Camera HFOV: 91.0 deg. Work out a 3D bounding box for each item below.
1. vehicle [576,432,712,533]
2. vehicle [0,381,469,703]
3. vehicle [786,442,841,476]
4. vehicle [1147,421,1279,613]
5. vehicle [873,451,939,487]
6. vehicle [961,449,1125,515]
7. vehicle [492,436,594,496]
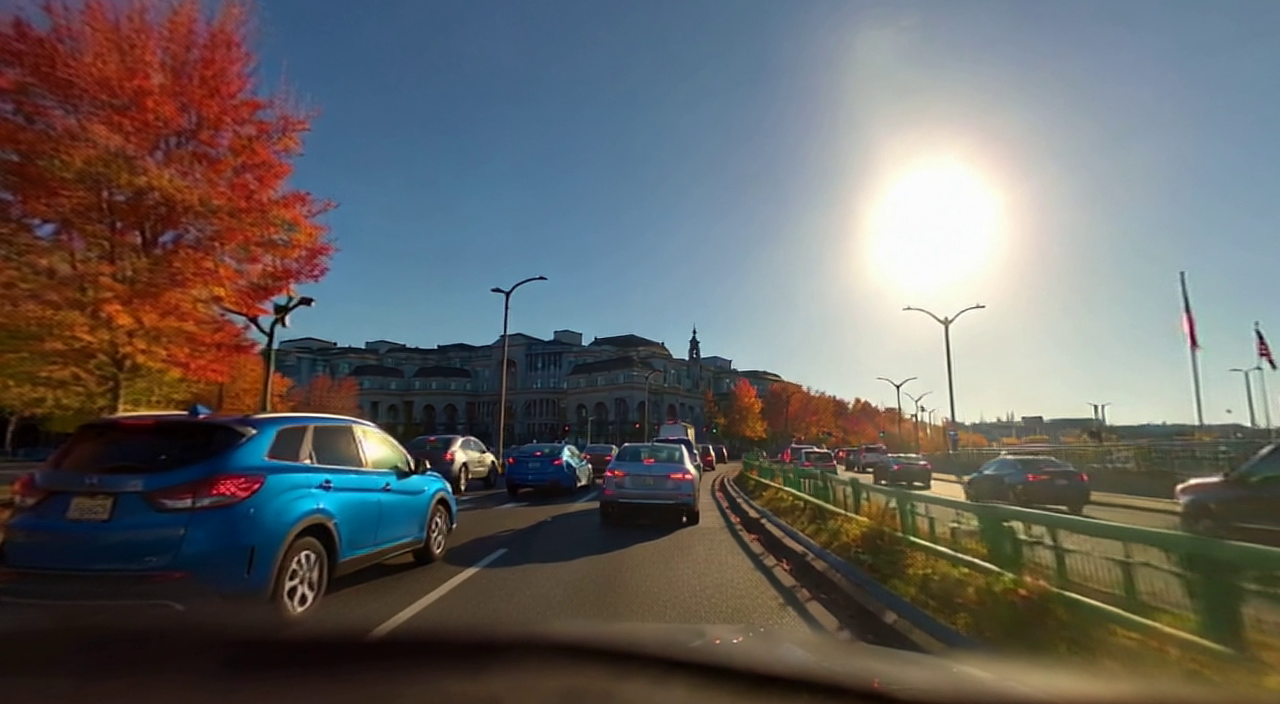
[{"bbox_3d":[0.224,2.340,11.883,2.090,1.506,4.276,0,-9,4],"label":"vehicle"},{"bbox_3d":[-3.164,1.288,5.387,1.988,1.635,4.260,0,-9,3],"label":"vehicle"},{"bbox_3d":[8.612,5.329,31.568,1.944,1.544,4.301,0,-9,6],"label":"vehicle"},{"bbox_3d":[6.416,1.269,4.399,2.011,1.610,4.568,0,-9,2],"label":"vehicle"},{"bbox_3d":[12.429,5.453,29.638,1.749,1.481,3.808,0,-9,5],"label":"vehicle"},{"bbox_3d":[11.065,3.548,17.773,1.934,1.585,4.397,0,-9,4],"label":"vehicle"},{"bbox_3d":[-2.728,3.355,18.982,1.974,1.549,4.603,0,-9,5],"label":"vehicle"}]
